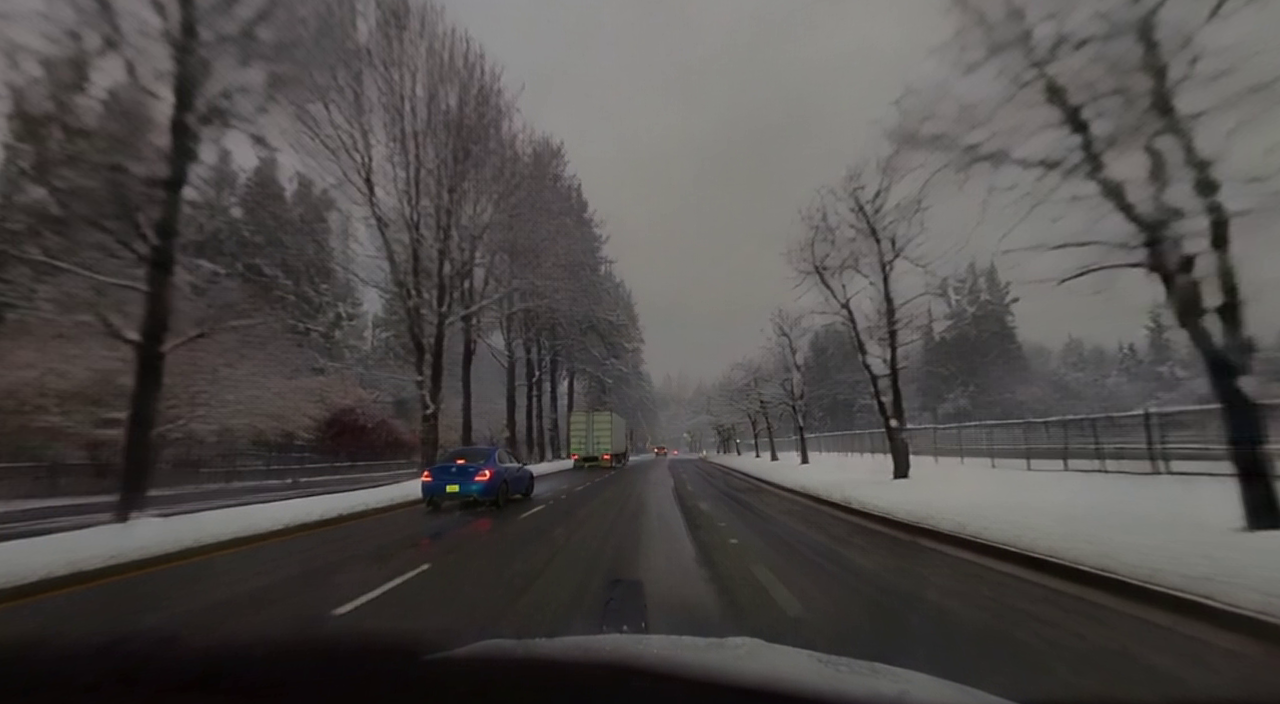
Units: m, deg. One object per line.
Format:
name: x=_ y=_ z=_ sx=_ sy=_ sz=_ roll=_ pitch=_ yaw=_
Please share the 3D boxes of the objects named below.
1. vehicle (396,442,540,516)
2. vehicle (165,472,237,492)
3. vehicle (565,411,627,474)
vehicle: x=-3.815 y=2.879 z=14.869 sx=2.005 sy=1.462 sz=4.345 roll=-1 pitch=-9 yaw=2
vehicle: x=-33.724 y=9.988 z=48.516 sx=3.992 sy=1.467 sz=2.092 roll=-1 pitch=-11 yaw=4
vehicle: x=-2.424 y=5.452 z=37.787 sx=2.746 sy=3.276 sz=8.572 roll=-1 pitch=-9 yaw=2
